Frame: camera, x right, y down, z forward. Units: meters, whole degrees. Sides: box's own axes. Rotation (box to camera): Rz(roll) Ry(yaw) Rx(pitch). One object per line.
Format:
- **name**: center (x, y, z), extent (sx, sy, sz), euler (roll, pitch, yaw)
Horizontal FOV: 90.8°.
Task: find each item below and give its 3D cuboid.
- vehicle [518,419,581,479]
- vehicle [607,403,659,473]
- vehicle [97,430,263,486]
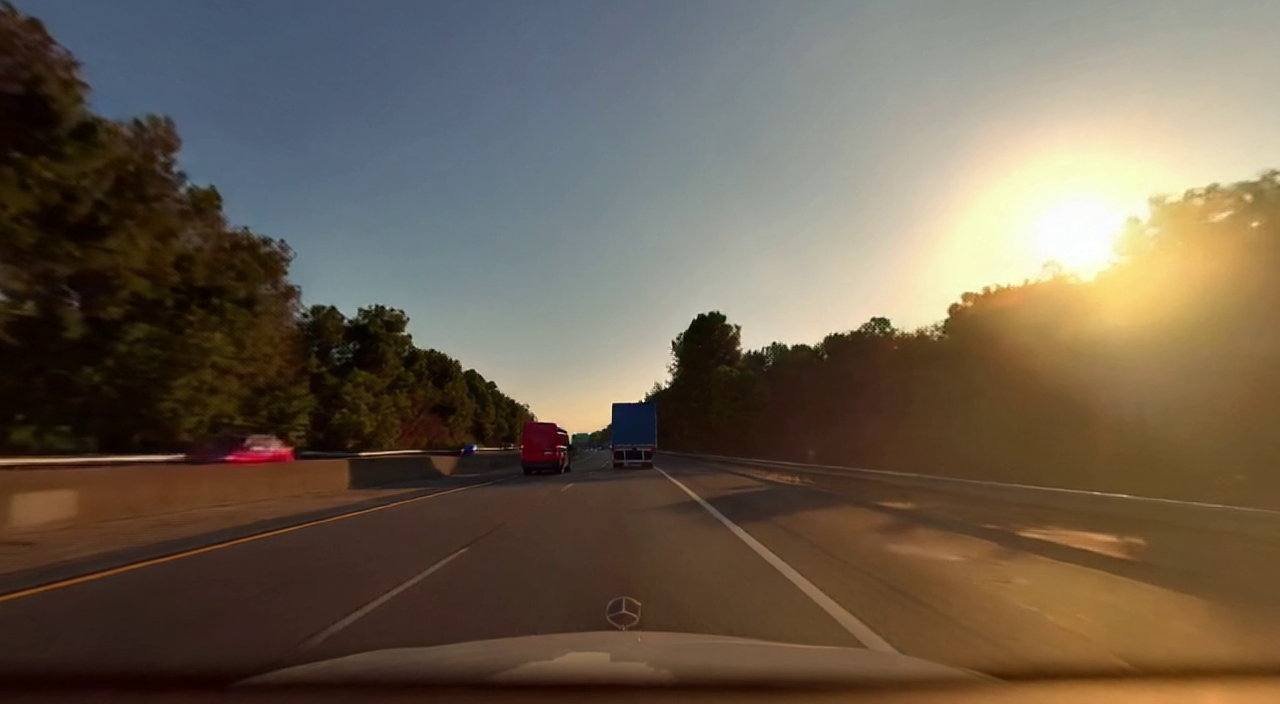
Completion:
- **vehicle**: center (-4.501, 4.992, 32.473), extent (2.357, 2.786, 6.144), euler (0, -9, -1)
- **vehicle**: center (-0.508, 5.804, 41.773), extent (2.995, 4.036, 10.311), euler (0, -9, -1)
- **vehicle**: center (-13.359, 3.116, 18.679), extent (1.867, 1.486, 4.002), euler (0, -9, 0)
